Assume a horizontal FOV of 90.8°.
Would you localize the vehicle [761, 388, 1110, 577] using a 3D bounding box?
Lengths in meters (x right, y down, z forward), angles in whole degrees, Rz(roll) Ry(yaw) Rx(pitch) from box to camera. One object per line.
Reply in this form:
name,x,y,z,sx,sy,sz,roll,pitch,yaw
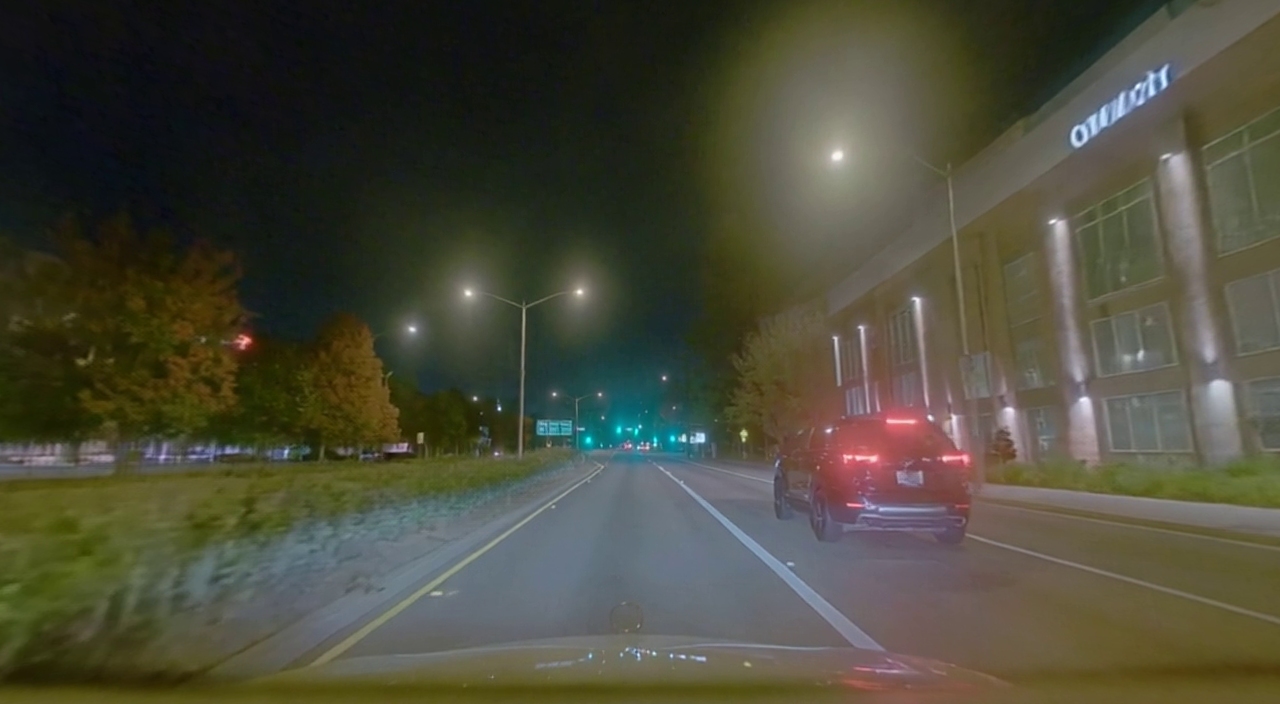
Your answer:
vehicle,3.622,1.751,9.305,2.505,1.971,5.162,0,-9,-1
